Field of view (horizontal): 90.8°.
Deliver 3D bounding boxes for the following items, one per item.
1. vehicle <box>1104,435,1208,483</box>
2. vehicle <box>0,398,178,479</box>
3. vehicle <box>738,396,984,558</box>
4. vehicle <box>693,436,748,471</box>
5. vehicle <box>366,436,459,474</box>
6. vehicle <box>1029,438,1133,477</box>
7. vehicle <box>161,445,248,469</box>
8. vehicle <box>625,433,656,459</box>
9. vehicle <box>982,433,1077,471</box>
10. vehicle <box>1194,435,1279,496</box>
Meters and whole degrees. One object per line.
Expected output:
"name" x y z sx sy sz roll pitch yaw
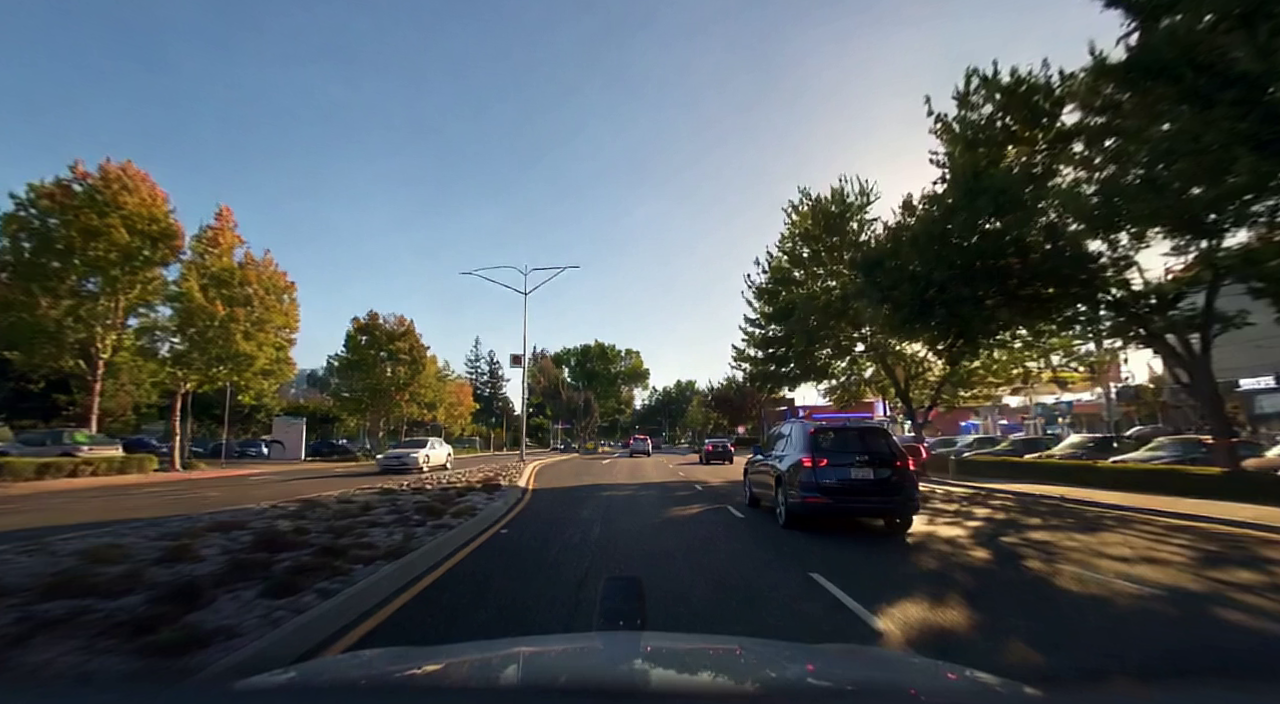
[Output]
"vehicle" 19.006 3.869 23.216 4.052 1.583 1.954 6 -10 -37
"vehicle" -28.474 4.492 32.560 2.632 3.533 8.615 -2 -8 1
"vehicle" 3.037 1.845 10.090 2.038 1.917 4.900 0 -8 -1
"vehicle" 3.625 4.651 29.137 1.861 1.478 4.185 0 -8 -2
"vehicle" -9.078 4.147 25.653 2.131 1.378 4.391 0 -8 0
"vehicle" 18.546 4.384 26.501 4.582 1.491 2.032 6 -10 -35
"vehicle" -29.303 7.060 42.660 4.343 1.535 2.015 3 -9 -21
"vehicle" -0.008 6.658 44.866 2.101 1.707 3.904 0 -8 0
"vehicle" 18.305 4.665 29.682 4.049 1.671 1.868 4 -9 -28
"vehicle" 18.637 3.364 19.182 4.933 1.472 2.039 4 -11 -43
